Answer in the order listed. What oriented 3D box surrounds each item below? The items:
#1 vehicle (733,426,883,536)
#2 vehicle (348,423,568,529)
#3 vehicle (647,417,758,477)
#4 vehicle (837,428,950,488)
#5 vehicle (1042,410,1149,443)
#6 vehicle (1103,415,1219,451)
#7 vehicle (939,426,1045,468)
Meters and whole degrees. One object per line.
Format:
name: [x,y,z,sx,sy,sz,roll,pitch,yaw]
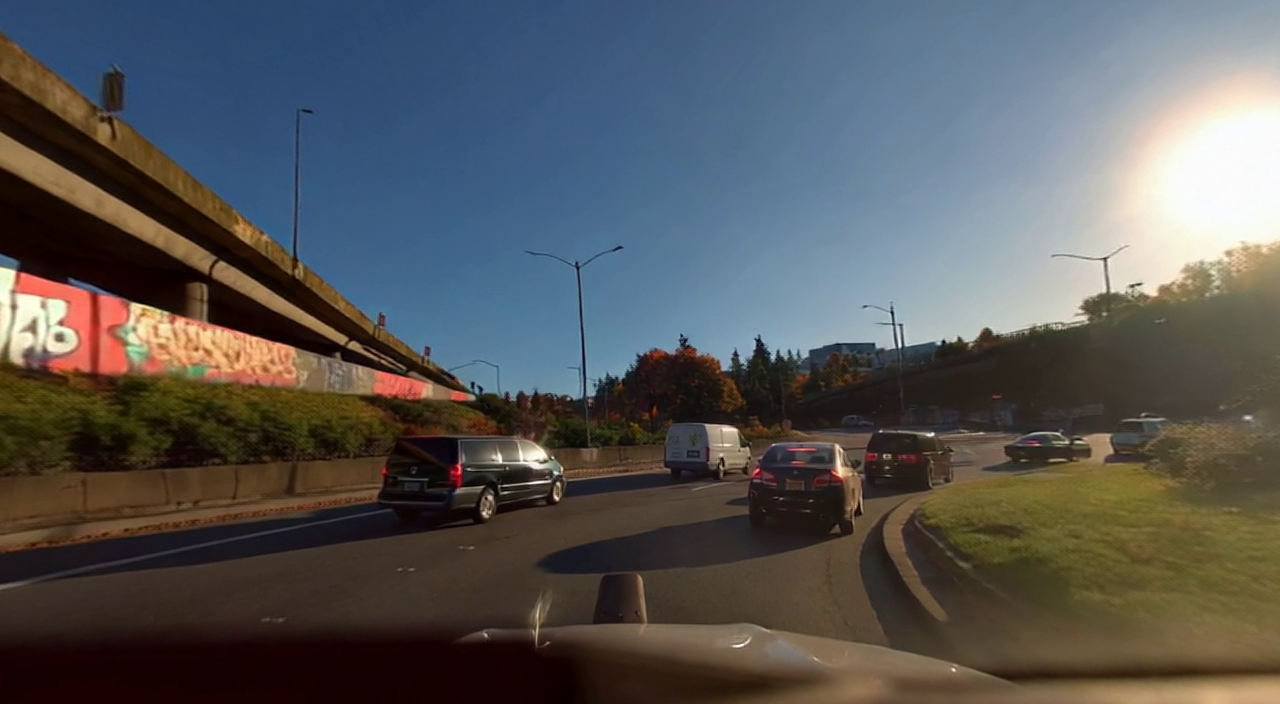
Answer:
vehicle: [3.065,2.126,10.883,2.064,1.515,3.722,-4,-10,21]
vehicle: [-3.035,2.184,11.528,1.921,1.554,4.081,-3,-9,17]
vehicle: [2.200,3.210,21.168,1.835,1.825,4.005,-7,-11,37]
vehicle: [7.455,3.035,18.198,1.830,1.519,4.253,-7,-11,38]
vehicle: [23.716,3.923,32.704,4.309,1.613,1.909,1,-9,-9]
vehicle: [22.761,3.569,27.434,3.934,1.485,1.763,2,-9,-14]
vehicle: [13.546,3.648,24.070,3.902,1.446,1.780,5,-10,-32]
